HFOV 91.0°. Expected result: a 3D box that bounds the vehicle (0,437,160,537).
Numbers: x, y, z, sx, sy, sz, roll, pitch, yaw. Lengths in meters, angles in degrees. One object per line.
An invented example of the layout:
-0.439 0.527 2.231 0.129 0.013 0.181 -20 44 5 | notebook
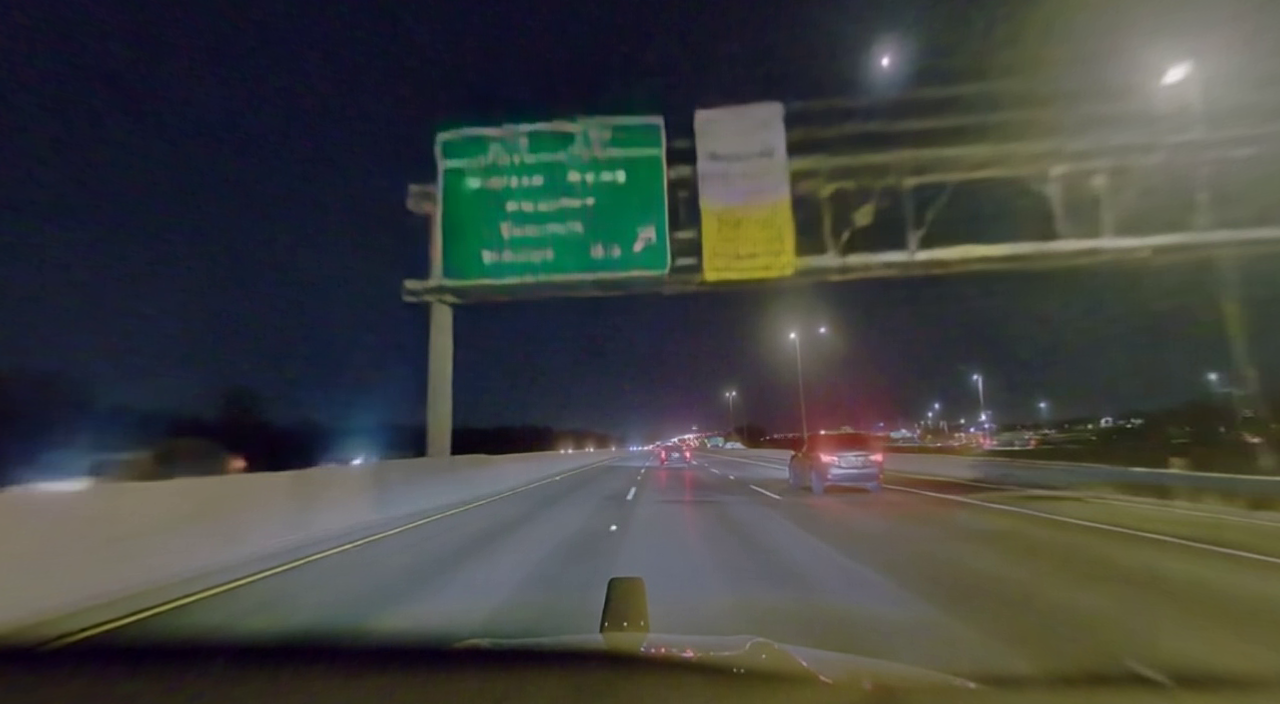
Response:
-10.890 2.260 10.844 1.904 1.548 4.097 0 -8 1 | vehicle

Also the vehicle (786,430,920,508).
4.846 2.706 15.035 1.770 1.566 4.282 0 -8 1 | vehicle

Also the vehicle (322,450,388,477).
-17.855 6.990 39.667 1.855 1.543 4.820 0 -8 1 | vehicle

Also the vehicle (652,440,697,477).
1.369 4.322 25.774 1.683 1.400 3.868 0 -8 2 | vehicle
